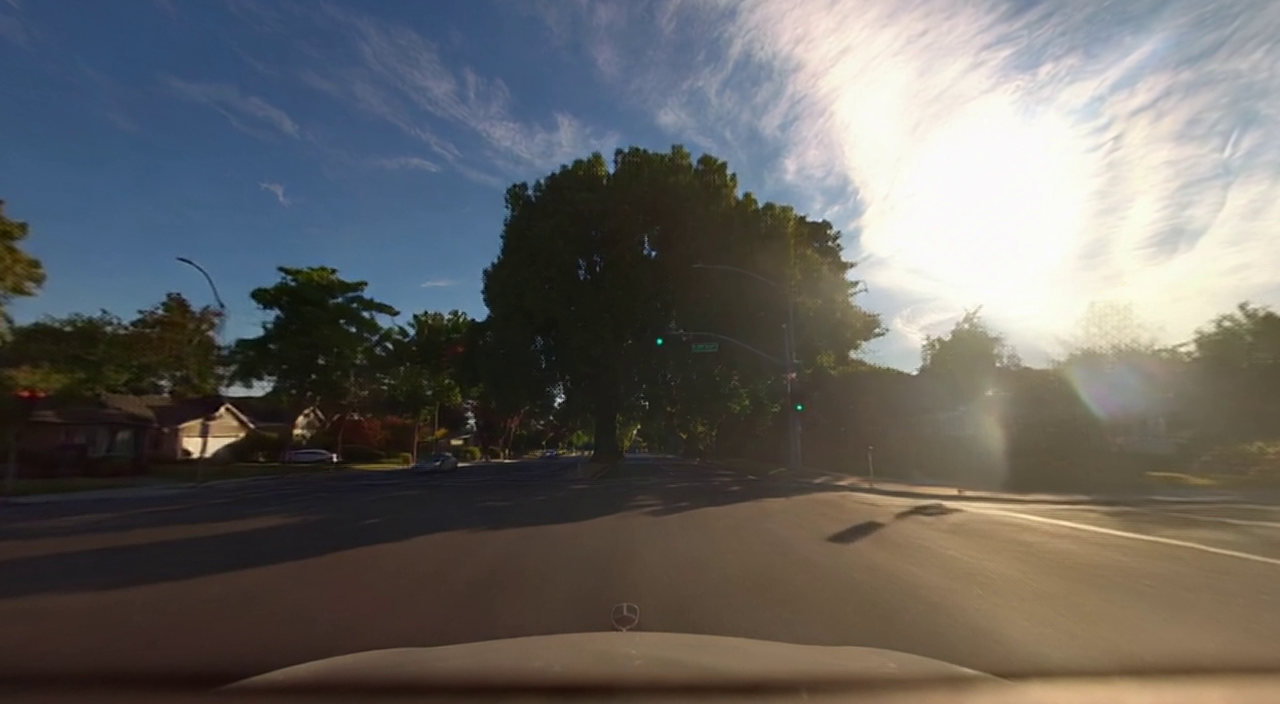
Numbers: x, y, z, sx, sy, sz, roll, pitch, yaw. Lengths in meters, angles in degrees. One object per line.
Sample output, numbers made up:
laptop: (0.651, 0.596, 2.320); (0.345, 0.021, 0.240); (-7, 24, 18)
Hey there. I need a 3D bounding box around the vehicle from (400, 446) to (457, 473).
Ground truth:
vehicle: (-12.689, 6.443, 38.159); (1.932, 1.500, 4.260); (0, -9, 0)
